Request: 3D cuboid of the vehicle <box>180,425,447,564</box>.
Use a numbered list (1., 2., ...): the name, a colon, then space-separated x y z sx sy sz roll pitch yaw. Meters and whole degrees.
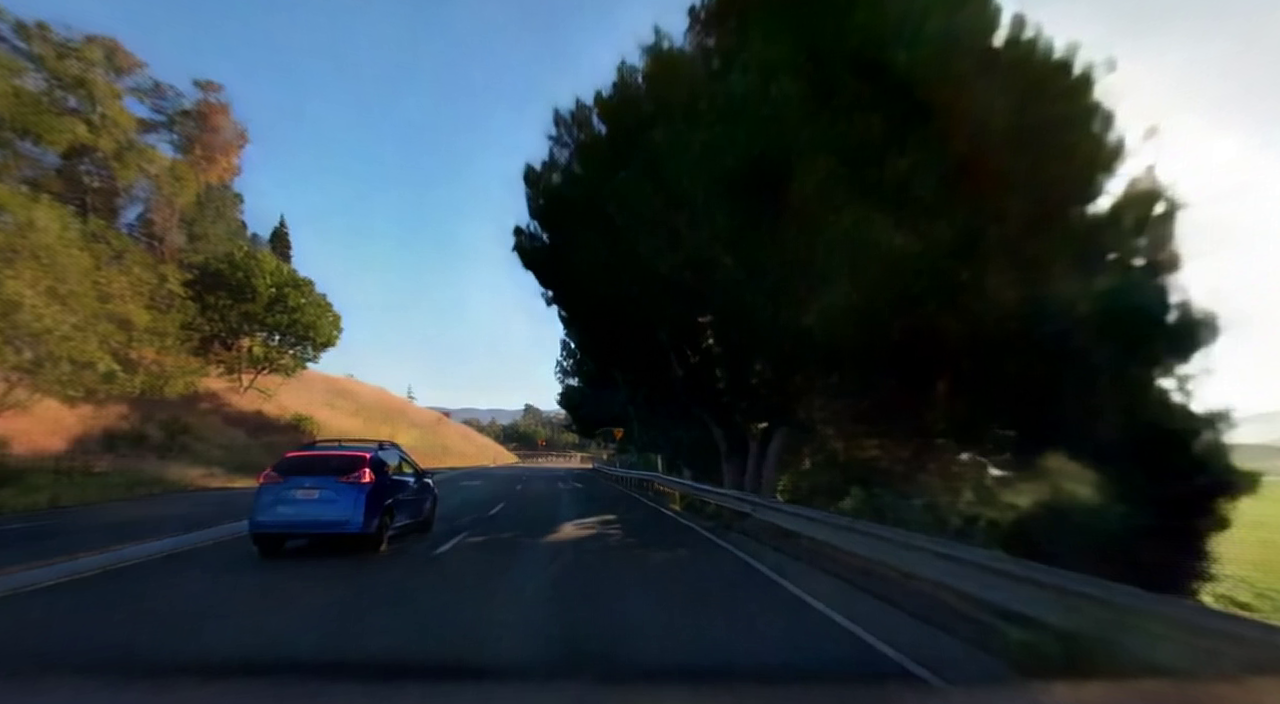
1. vehicle: -4.477 2.006 9.523 2.078 1.607 3.959 0 -9 -4
